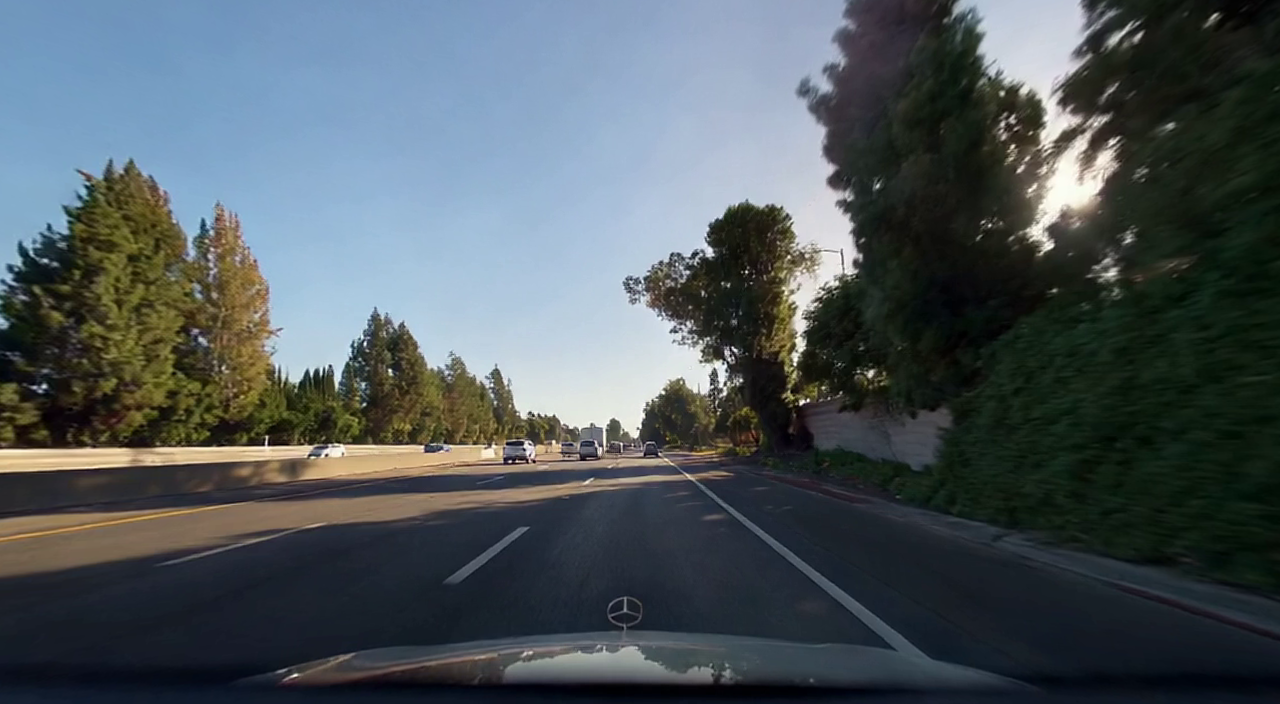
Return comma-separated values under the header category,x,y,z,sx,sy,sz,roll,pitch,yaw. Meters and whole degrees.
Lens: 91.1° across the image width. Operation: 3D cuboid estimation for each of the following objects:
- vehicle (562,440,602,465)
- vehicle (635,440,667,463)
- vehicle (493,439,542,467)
category,x,y,z,sx,sy,sz,roll,pitch,yaw
vehicle,-3.558,6.245,39.200,2.046,1.478,4.111,0,-8,1
vehicle,0.732,6.714,42.583,2.057,1.453,3.926,0,-8,1
vehicle,-7.058,5.849,36.540,1.936,1.497,4.251,0,-8,1
